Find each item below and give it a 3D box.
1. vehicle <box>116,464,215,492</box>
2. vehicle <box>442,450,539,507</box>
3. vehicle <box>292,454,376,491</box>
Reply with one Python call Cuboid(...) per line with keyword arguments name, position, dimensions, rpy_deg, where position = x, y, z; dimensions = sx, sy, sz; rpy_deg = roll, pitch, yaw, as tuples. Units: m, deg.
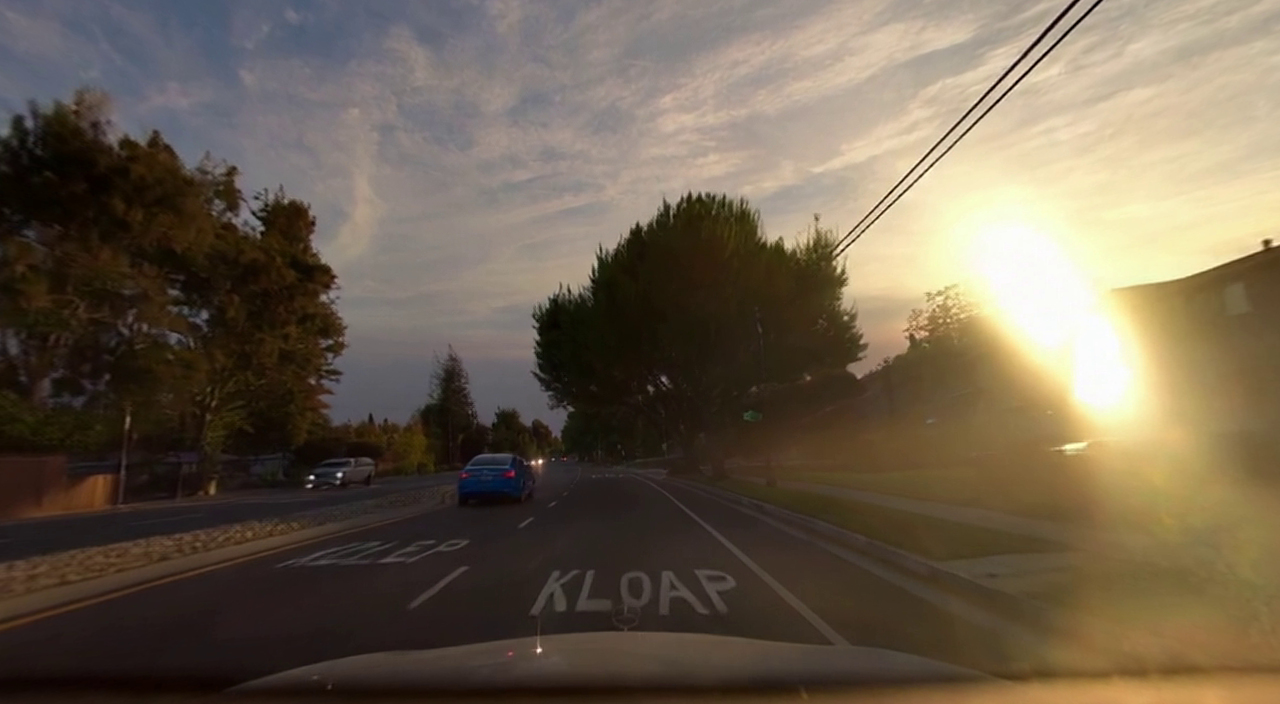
Cuboid(name="vehicle", position=(-30.733, 8.205, 41.073), dimensions=(4.582, 1.683, 1.974), rpy_deg=(3, -10, -12))
Cuboid(name="vehicle", position=(-4.415, 3.796, 19.412), dimensions=(1.980, 1.508, 4.502), rpy_deg=(0, -9, -2))
Cuboid(name="vehicle", position=(-19.178, 7.520, 40.069), dimensions=(2.544, 2.065, 6.253), rpy_deg=(0, -9, -4))
